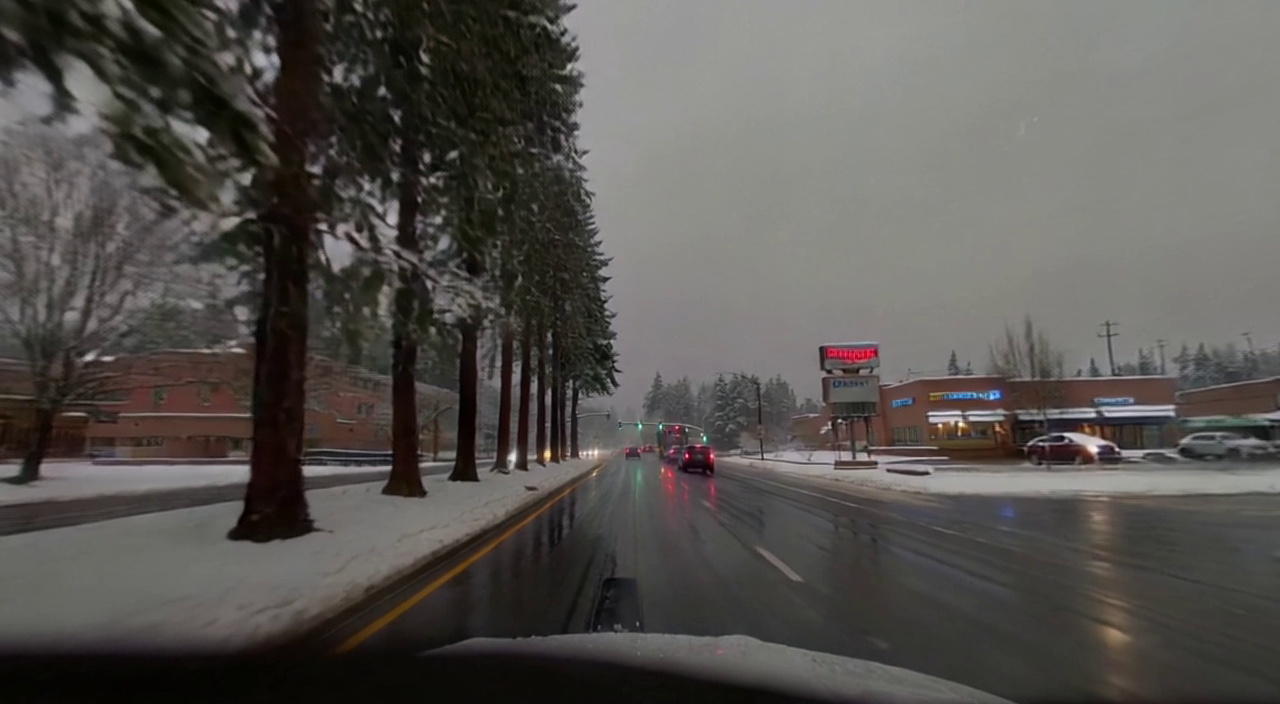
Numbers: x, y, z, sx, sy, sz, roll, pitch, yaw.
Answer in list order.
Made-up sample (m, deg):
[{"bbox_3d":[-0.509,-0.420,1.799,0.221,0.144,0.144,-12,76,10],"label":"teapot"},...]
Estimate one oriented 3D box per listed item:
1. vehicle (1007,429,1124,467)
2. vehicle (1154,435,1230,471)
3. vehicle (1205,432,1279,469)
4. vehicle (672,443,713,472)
[{"bbox_3d":[20.602,4.659,30.719,4.210,1.727,2.227,2,-7,-8],"label":"vehicle"},{"bbox_3d":[31.711,5.773,36.428,2.269,1.862,4.495,-3,-9,28],"label":"vehicle"},{"bbox_3d":[34.019,5.513,35.558,2.181,1.901,4.222,-4,-9,28],"label":"vehicle"},{"bbox_3d":[3.128,6.360,38.423,2.041,1.531,4.236,1,-8,-1],"label":"vehicle"}]
